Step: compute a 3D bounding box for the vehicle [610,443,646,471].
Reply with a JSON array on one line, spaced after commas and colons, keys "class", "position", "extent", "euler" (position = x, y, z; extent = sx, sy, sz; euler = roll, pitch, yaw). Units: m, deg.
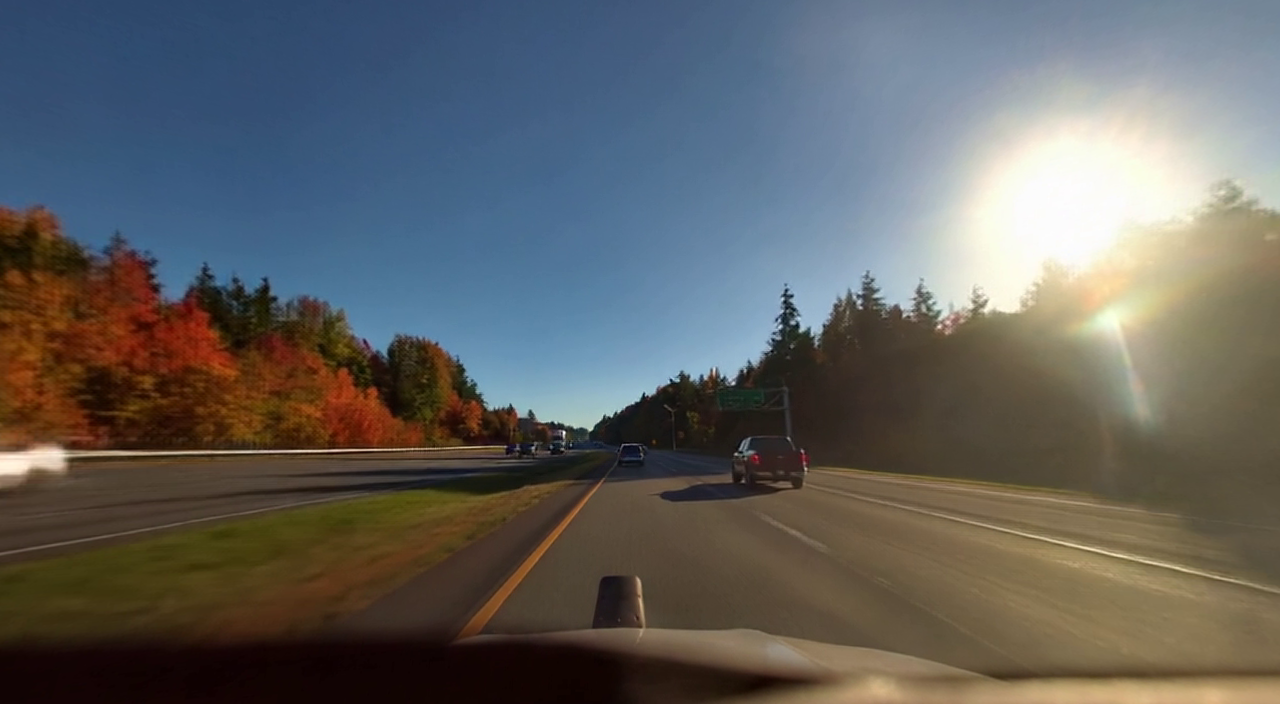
[{"class": "vehicle", "position": [-0.761, 6.680, 40.037], "extent": [2.151, 1.693, 4.201], "euler": [0, -9, -1]}]

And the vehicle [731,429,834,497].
[{"class": "vehicle", "position": [4.025, 3.220, 18.504], "extent": [1.982, 1.745, 4.151], "euler": [0, -9, -1]}]
